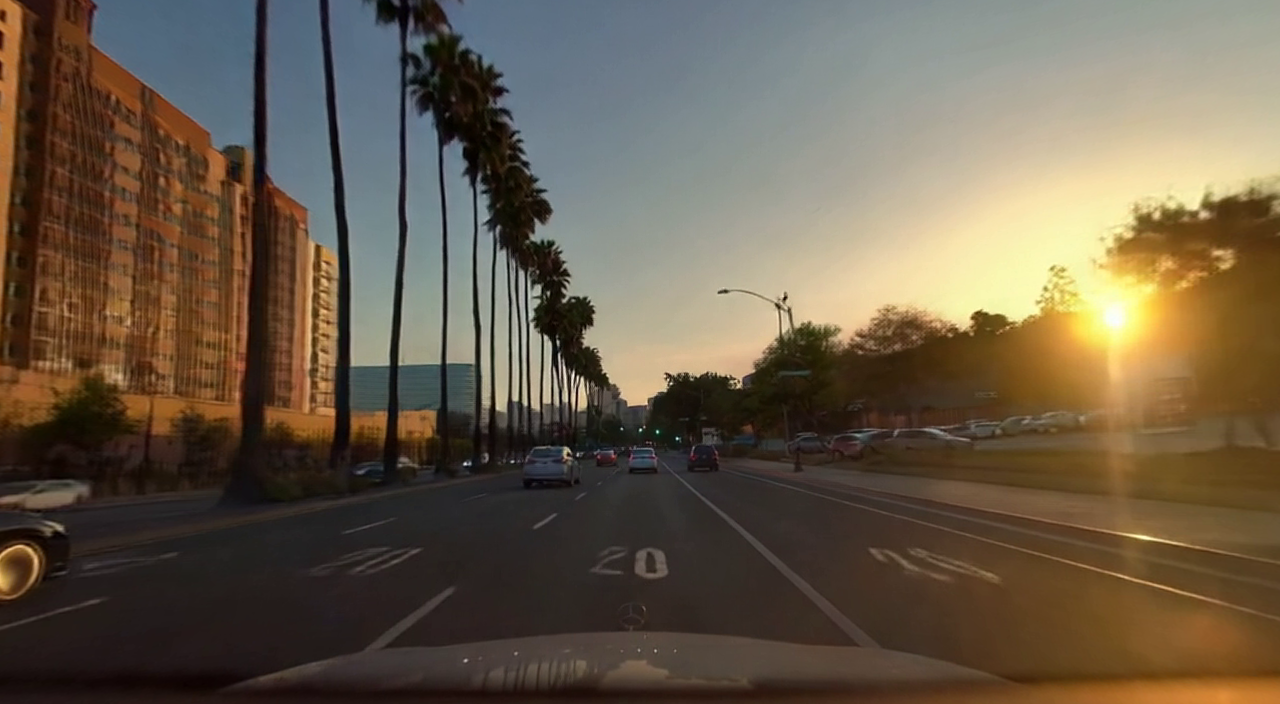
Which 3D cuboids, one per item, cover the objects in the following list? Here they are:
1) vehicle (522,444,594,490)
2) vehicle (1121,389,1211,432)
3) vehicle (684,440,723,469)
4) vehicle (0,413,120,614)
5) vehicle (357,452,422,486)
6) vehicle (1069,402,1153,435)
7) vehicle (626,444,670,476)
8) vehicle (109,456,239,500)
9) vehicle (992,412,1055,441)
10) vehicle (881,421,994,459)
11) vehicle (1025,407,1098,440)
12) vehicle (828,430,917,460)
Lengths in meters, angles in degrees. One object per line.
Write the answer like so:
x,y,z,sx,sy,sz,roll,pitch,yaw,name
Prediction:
-2.876,4.130,23.083,1.908,1.505,4.369,-1,-8,2,vehicle
23.595,2.672,28.233,4.448,1.701,1.954,6,-11,-36,vehicle
4.132,6.756,41.636,2.108,1.785,4.334,0,-8,0,vehicle
-6.614,1.253,4.400,2.030,1.730,4.506,-1,-8,1,vehicle
-14.059,6.552,35.612,1.841,1.697,4.289,-1,-8,1,vehicle
23.458,3.367,31.337,4.576,1.511,1.801,5,-10,-34,vehicle
0.398,5.621,33.082,2.147,1.507,3.953,0,-8,1,vehicle
-35.505,9.567,48.205,7.627,3.125,2.867,-1,-9,3,vehicle
23.041,4.483,37.878,3.593,1.608,1.778,4,-9,-34,vehicle
12.848,3.787,27.185,4.749,1.457,1.806,3,-11,-28,vehicle
23.445,3.956,35.006,4.049,1.503,1.847,2,-12,-36,vehicle
12.292,4.910,33.291,4.284,1.450,1.927,4,-10,-27,vehicle
